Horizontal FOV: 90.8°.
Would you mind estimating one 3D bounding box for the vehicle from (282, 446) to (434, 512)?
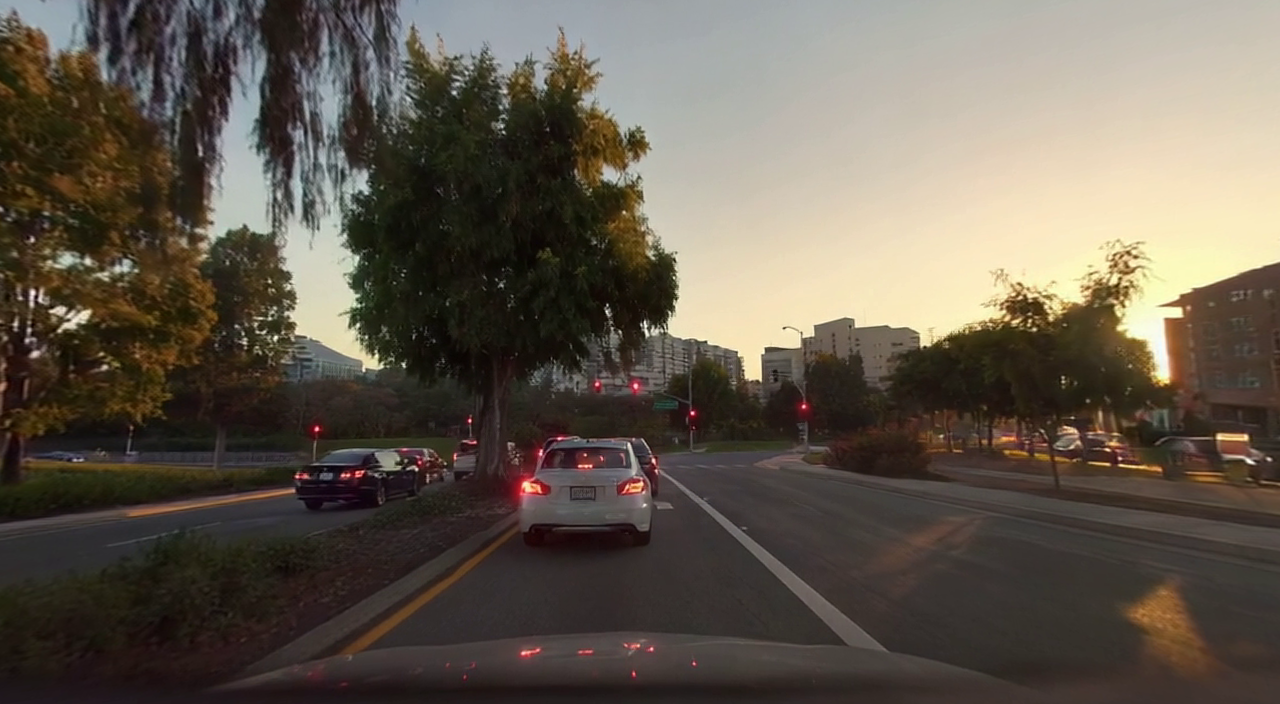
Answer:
[{"bbox_3d":[-7.025,3.165,16.368,1.852,1.458,4.422,0,-8,1],"label":"vehicle"}]

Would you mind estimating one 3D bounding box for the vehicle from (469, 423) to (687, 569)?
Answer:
[{"bbox_3d":[-0.651,1.824,8.811,2.231,1.481,4.489,0,-8,0],"label":"vehicle"}]
